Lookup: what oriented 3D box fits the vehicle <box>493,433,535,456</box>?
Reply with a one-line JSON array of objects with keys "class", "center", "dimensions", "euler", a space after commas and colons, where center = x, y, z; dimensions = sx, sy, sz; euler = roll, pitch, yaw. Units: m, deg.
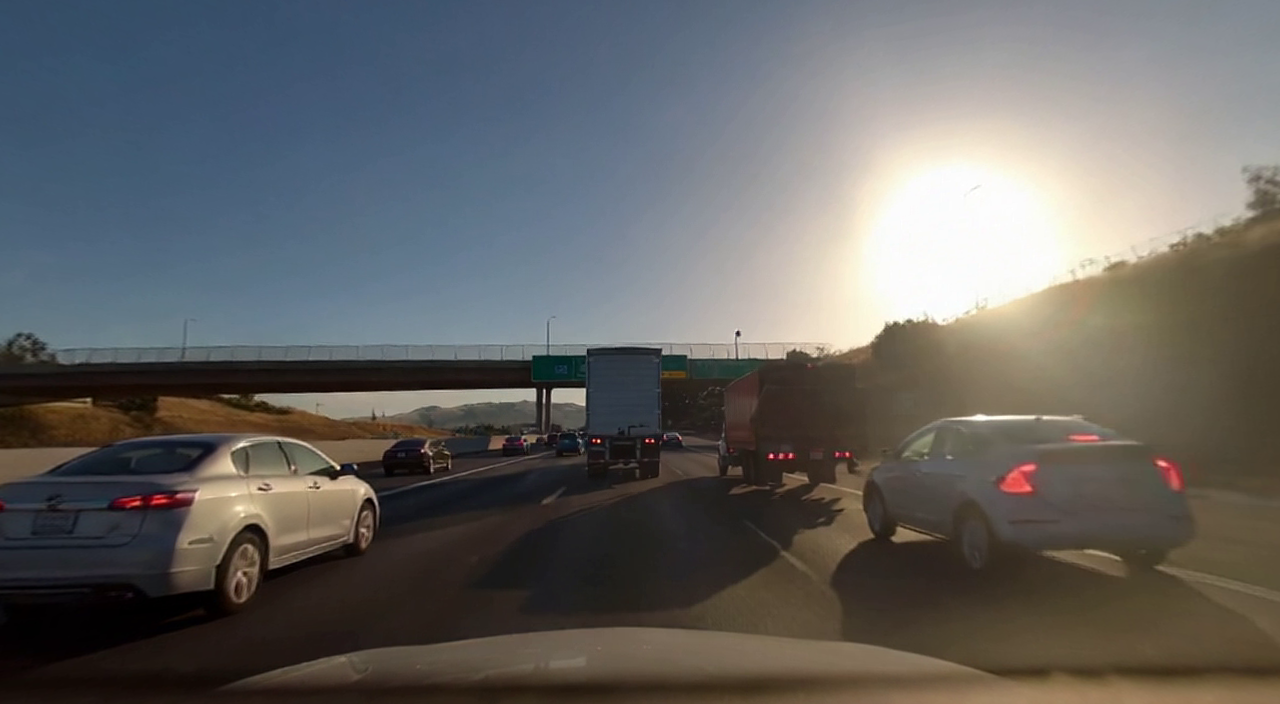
[{"class": "vehicle", "center": [-8.569, 6.352, 43.261], "dimensions": [2.019, 1.471, 4.347], "euler": [0, -8, 0]}]

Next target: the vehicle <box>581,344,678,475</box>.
[{"class": "vehicle", "center": [-0.454, 2.414, 24.411], "dimensions": [2.938, 4.033, 9.980], "euler": [0, -8, -1]}]

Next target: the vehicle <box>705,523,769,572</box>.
[{"class": "vehicle", "center": [5.007, 10.158, 32.823], "dimensions": [2.835, 2.000, 2.696], "euler": [0, -7, -2]}]

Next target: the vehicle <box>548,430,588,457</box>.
[{"class": "vehicle", "center": [-4.523, 5.796, 40.026], "dimensions": [1.986, 1.612, 4.155], "euler": [0, -8, 1]}]

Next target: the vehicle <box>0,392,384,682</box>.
[{"class": "vehicle", "center": [-3.867, 1.215, 5.226], "dimensions": [1.882, 1.493, 3.828], "euler": [0, -8, 0]}]

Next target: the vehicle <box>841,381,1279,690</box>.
[{"class": "vehicle", "center": [3.356, 1.174, 5.206], "dimensions": [1.976, 1.513, 4.065], "euler": [0, -8, -1]}]

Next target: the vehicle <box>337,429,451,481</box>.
[{"class": "vehicle", "center": [-7.804, 3.296, 20.462], "dimensions": [1.909, 1.479, 4.425], "euler": [0, -8, 0]}]

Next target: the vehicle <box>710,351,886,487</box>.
[{"class": "vehicle", "center": [5.353, 2.908, 25.284], "dimensions": [2.863, 3.936, 14.058], "euler": [0, -8, -3]}]
